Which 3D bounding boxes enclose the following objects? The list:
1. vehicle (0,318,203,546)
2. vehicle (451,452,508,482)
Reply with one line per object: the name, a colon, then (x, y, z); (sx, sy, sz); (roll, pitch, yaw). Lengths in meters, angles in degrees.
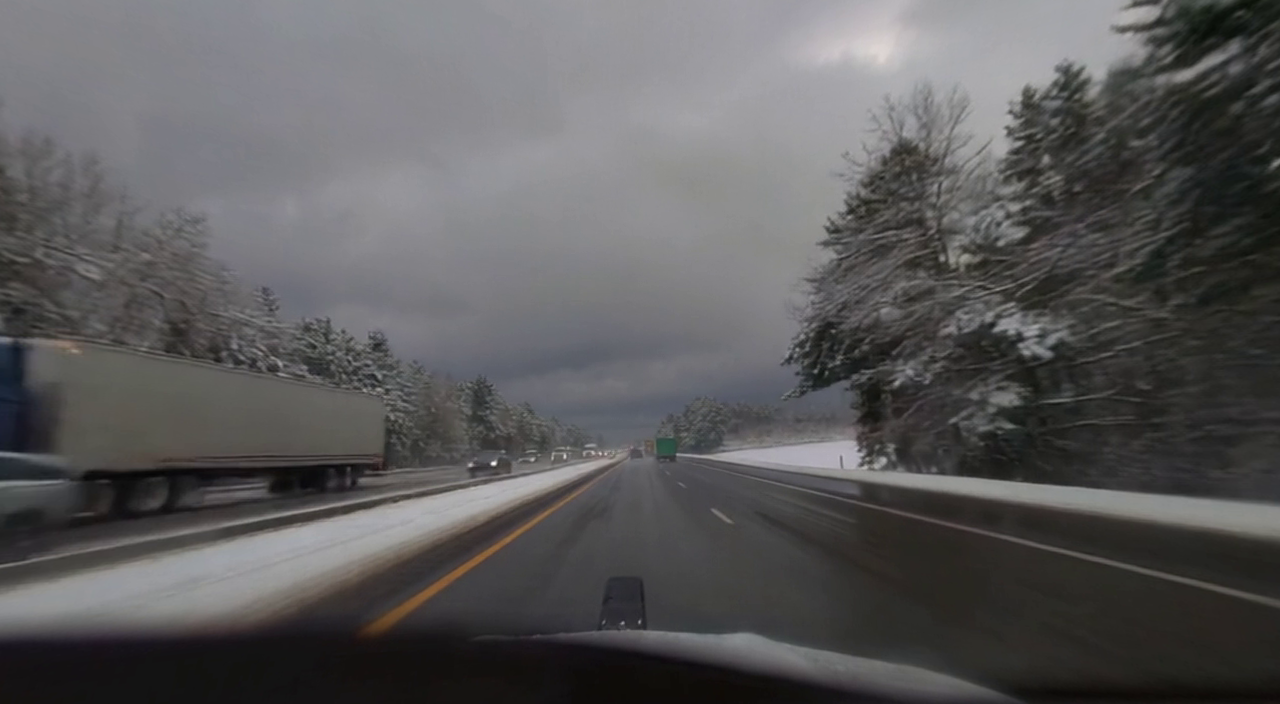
vehicle: (-12.926, 1.747, 13.320); (2.979, 4.027, 5.788); (0, -9, 0)
vehicle: (-8.738, 6.295, 34.670); (1.897, 1.485, 4.446); (0, -9, 0)
